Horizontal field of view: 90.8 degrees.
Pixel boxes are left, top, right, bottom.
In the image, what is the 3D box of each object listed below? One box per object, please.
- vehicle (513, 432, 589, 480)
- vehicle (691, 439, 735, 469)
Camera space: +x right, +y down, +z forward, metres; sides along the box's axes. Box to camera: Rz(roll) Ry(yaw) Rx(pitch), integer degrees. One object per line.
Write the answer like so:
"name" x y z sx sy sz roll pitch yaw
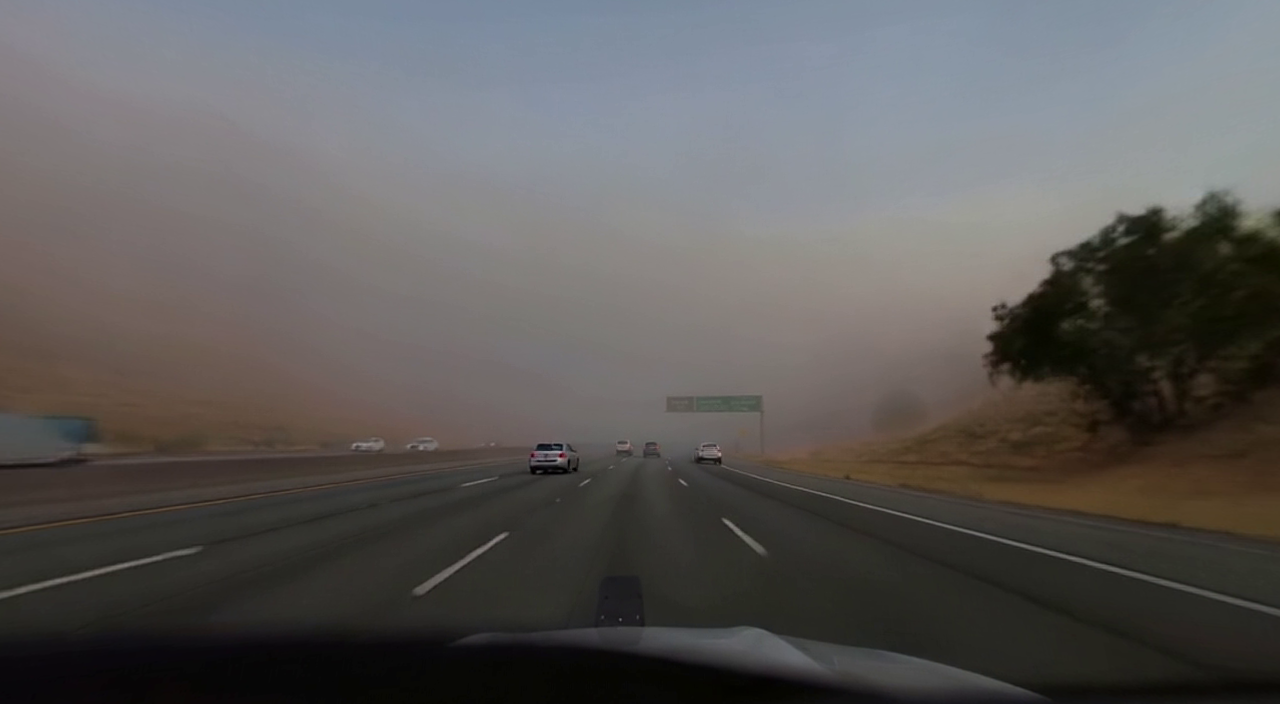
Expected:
"vehicle" -3.377 4.069 24.937 2.166 1.700 4.661 0 -8 2
"vehicle" 4.514 6.381 39.739 2.164 1.788 4.500 0 -8 0
